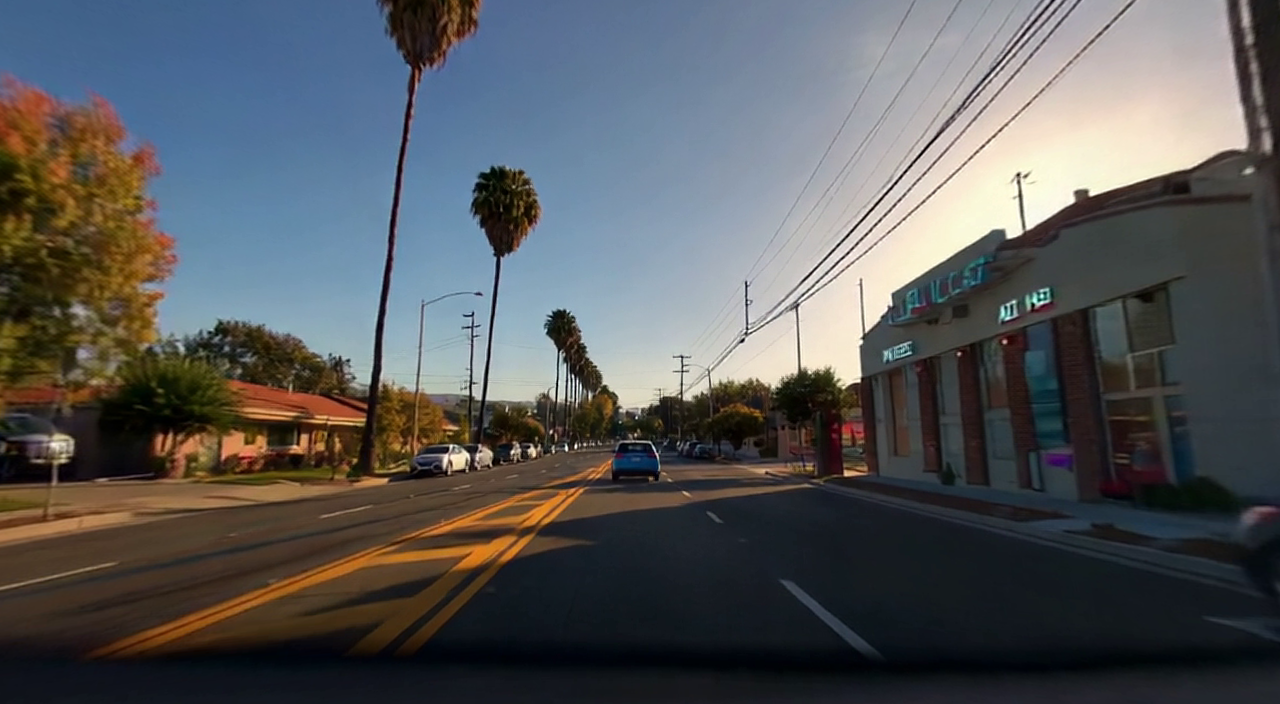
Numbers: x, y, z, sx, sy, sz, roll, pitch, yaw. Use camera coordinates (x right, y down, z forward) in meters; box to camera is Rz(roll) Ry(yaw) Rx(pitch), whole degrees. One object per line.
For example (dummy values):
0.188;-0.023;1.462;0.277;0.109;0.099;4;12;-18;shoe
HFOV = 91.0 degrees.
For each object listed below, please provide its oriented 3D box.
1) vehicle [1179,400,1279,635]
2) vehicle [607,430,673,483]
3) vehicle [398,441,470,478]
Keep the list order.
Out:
6.072;1.018;3.112;2.153;1.801;5.163;0;-9;-1;vehicle
-0.068;3.941;23.908;2.264;1.798;4.563;0;-9;-1;vehicle
-10.270;5.387;31.829;2.075;1.693;4.696;0;-9;-1;vehicle
